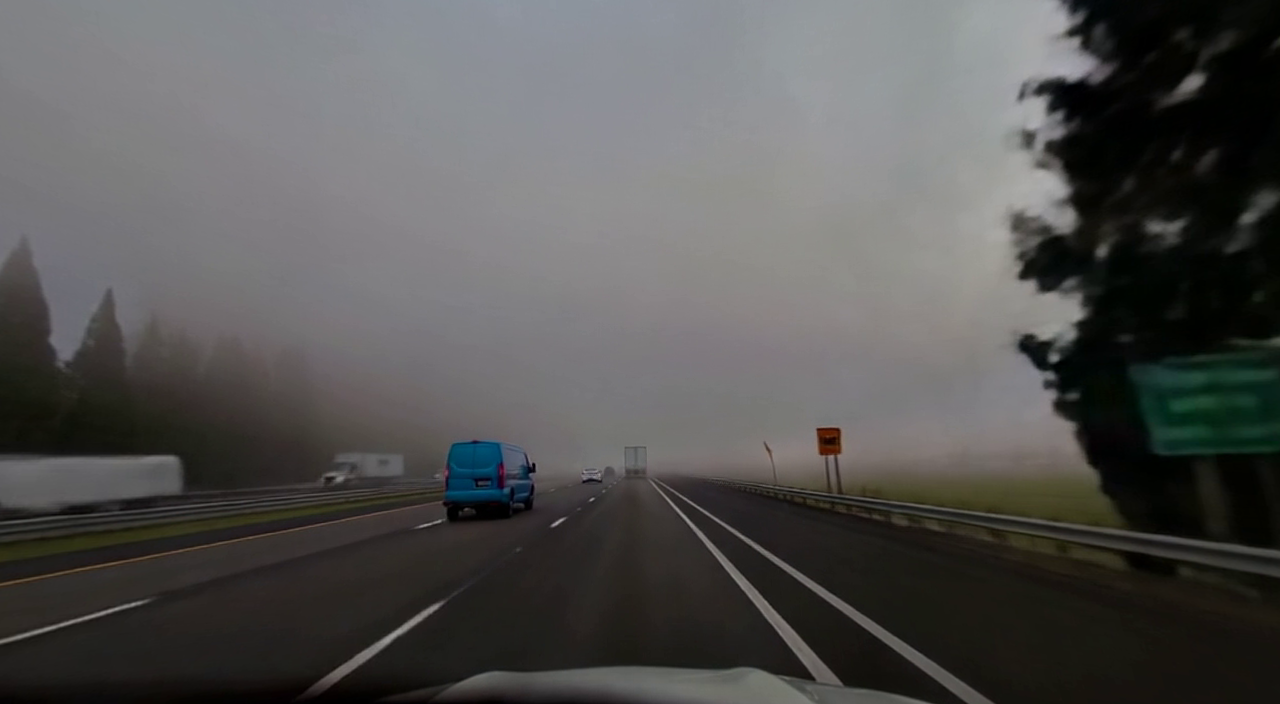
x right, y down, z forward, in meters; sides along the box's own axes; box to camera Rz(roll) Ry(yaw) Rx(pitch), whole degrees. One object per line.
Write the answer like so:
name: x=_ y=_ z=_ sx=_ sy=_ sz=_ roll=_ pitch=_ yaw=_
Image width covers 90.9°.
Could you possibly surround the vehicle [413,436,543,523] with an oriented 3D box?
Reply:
vehicle: x=-4.125 y=3.391 z=17.033 sx=2.208 sy=1.973 sz=4.716 roll=1 pitch=-10 yaw=0
